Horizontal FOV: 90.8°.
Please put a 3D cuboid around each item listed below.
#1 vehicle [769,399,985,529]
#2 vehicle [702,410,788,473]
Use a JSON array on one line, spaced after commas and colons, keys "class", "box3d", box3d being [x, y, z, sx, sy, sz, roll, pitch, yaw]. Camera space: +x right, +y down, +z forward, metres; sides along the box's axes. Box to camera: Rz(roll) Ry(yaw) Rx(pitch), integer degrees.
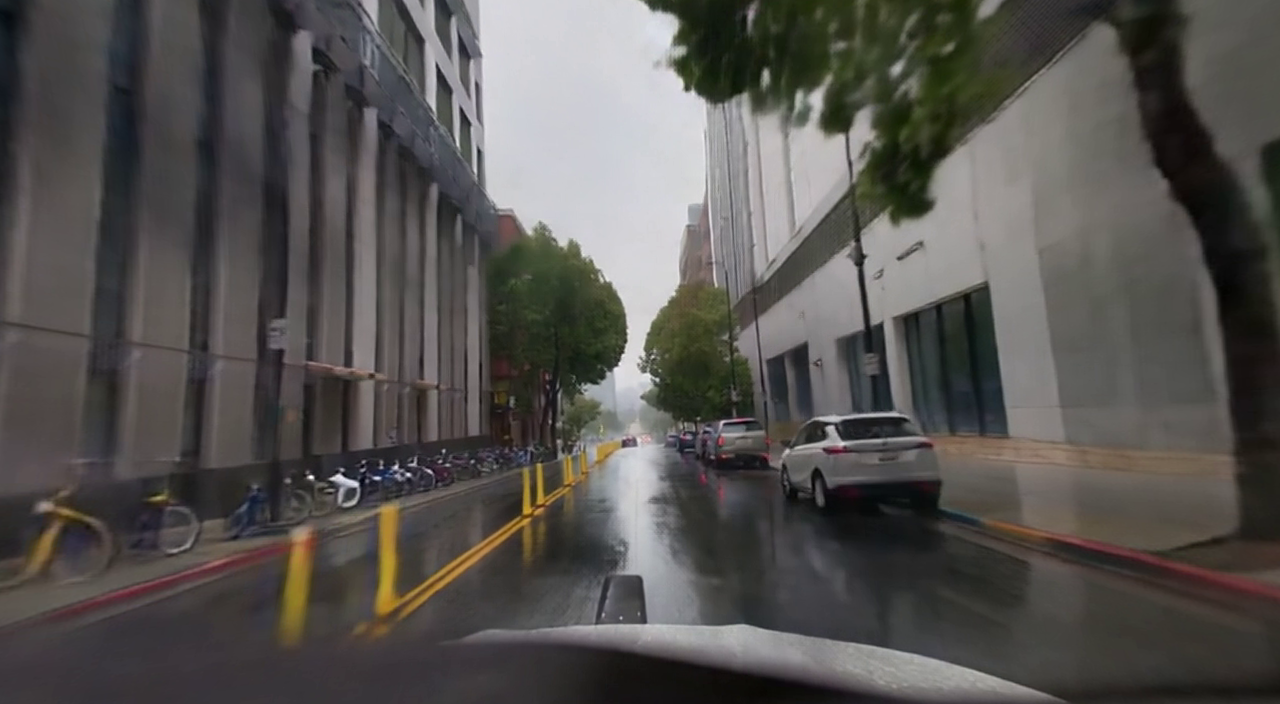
[{"class": "vehicle", "box3d": [3.784, 1.854, 11.080, 1.999, 1.769, 4.191, -1, -7, -2]}, {"class": "vehicle", "box3d": [3.444, 3.053, 21.714, 2.127, 1.864, 4.892, -1, -8, 0]}]
